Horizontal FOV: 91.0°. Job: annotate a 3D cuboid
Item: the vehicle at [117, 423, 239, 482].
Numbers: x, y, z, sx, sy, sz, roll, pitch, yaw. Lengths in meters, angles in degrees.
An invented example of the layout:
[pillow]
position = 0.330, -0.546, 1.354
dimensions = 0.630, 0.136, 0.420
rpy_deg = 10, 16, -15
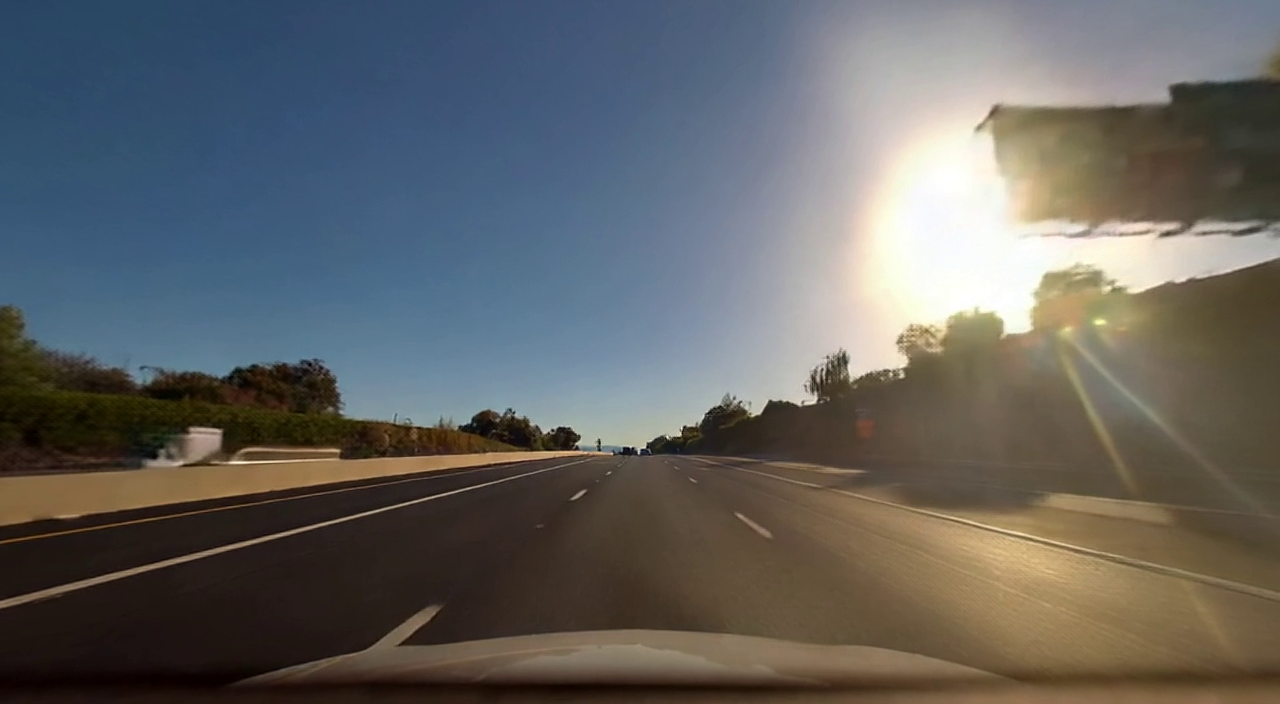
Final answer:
[vehicle]
position = -31.484, 6.888, 43.358
dimensions = 3.007, 3.704, 6.761
rpy_deg = 0, -9, 1
